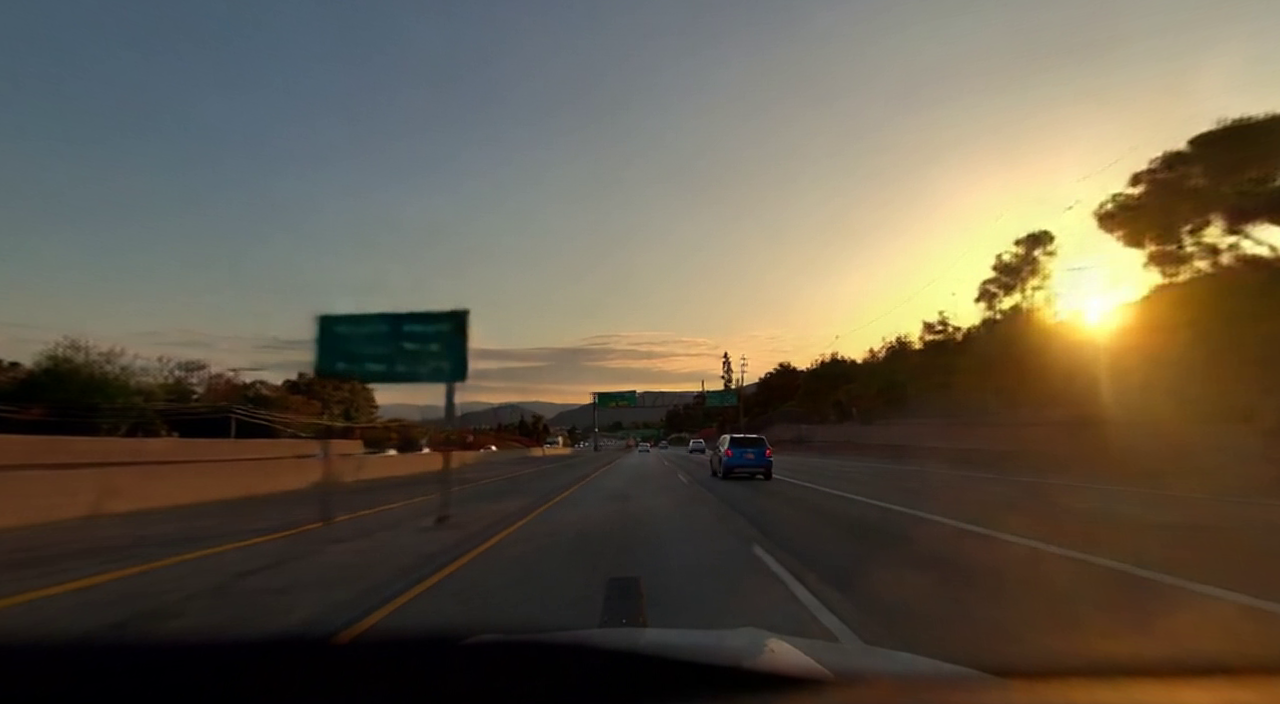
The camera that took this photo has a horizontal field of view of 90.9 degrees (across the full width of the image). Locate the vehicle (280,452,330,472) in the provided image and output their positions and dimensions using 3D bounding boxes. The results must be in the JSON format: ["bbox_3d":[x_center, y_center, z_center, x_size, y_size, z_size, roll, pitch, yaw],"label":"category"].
[{"bbox_3d":[-24.967,8.176,47.091,1.906,1.324,3.264,0,-8,0],"label":"vehicle"}]

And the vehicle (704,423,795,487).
[{"bbox_3d":[3.416,3.323,20.621,2.120,1.832,4.287,0,-8,-1],"label":"vehicle"}]
